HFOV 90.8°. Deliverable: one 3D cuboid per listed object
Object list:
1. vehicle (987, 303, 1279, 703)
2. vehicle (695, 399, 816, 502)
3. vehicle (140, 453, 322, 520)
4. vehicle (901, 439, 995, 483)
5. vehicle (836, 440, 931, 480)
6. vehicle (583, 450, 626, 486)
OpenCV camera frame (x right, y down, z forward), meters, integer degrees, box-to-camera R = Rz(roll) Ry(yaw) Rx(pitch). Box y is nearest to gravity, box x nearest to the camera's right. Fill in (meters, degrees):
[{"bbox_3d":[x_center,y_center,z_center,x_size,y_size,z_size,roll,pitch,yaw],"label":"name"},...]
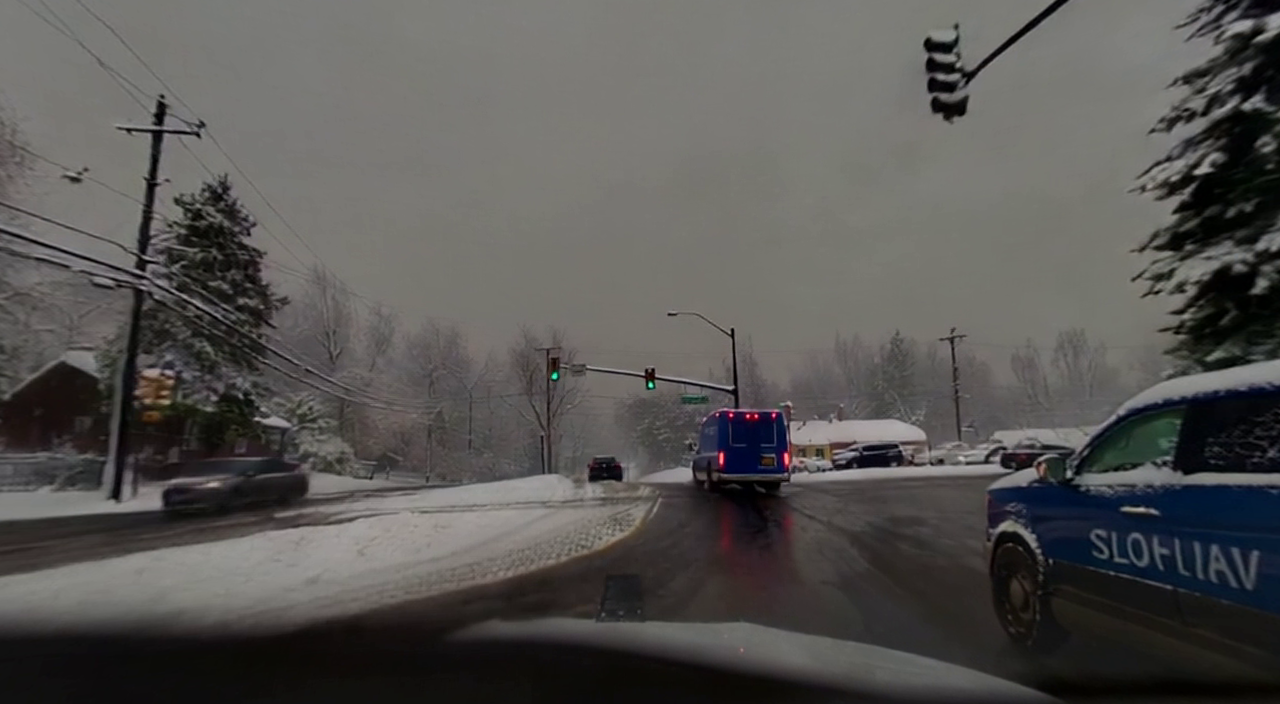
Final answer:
[{"bbox_3d":[3.882,0.741,2.663,2.194,1.922,4.822,-1,-9,2],"label":"vehicle"},{"bbox_3d":[3.289,3.016,19.475,2.406,2.687,5.521,0,-9,-3],"label":"vehicle"},{"bbox_3d":[-10.641,3.486,16.960,2.053,1.474,4.489,0,-9,-3],"label":"vehicle"},{"bbox_3d":[12.350,4.315,25.243,3.936,1.594,1.860,7,-11,-41],"label":"vehicle"},{"bbox_3d":[11.394,4.969,29.419,4.897,1.675,2.032,7,-12,-42],"label":"vehicle"},{"bbox_3d":[-1.946,6.078,33.430,2.114,1.707,3.725,0,-9,-5],"label":"vehicle"}]
